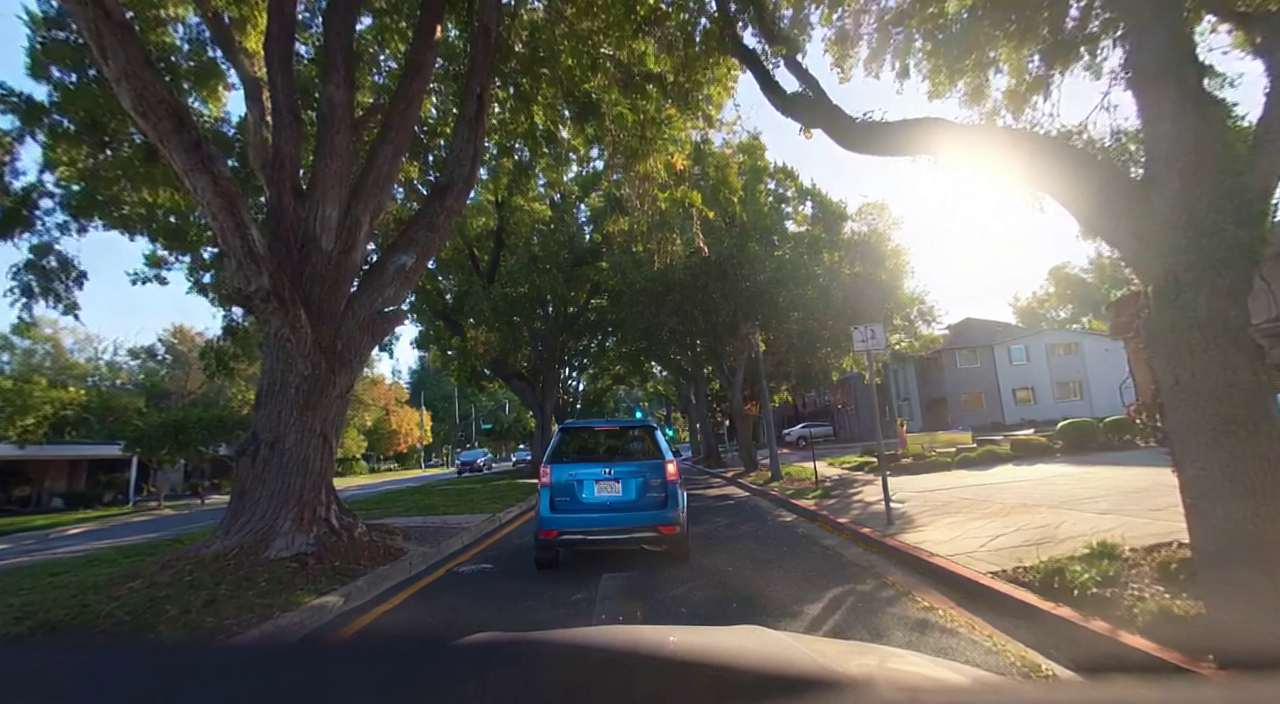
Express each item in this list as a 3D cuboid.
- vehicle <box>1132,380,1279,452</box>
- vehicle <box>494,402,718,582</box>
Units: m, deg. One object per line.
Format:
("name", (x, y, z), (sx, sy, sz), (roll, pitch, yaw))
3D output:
("vehicle", (13.810, 1.443, 13.906), (4.270, 1.486, 2.042), (-5, -10, 27))
("vehicle", (-0.277, 1.629, 8.049), (2.136, 1.703, 3.910), (-1, -8, 2))
